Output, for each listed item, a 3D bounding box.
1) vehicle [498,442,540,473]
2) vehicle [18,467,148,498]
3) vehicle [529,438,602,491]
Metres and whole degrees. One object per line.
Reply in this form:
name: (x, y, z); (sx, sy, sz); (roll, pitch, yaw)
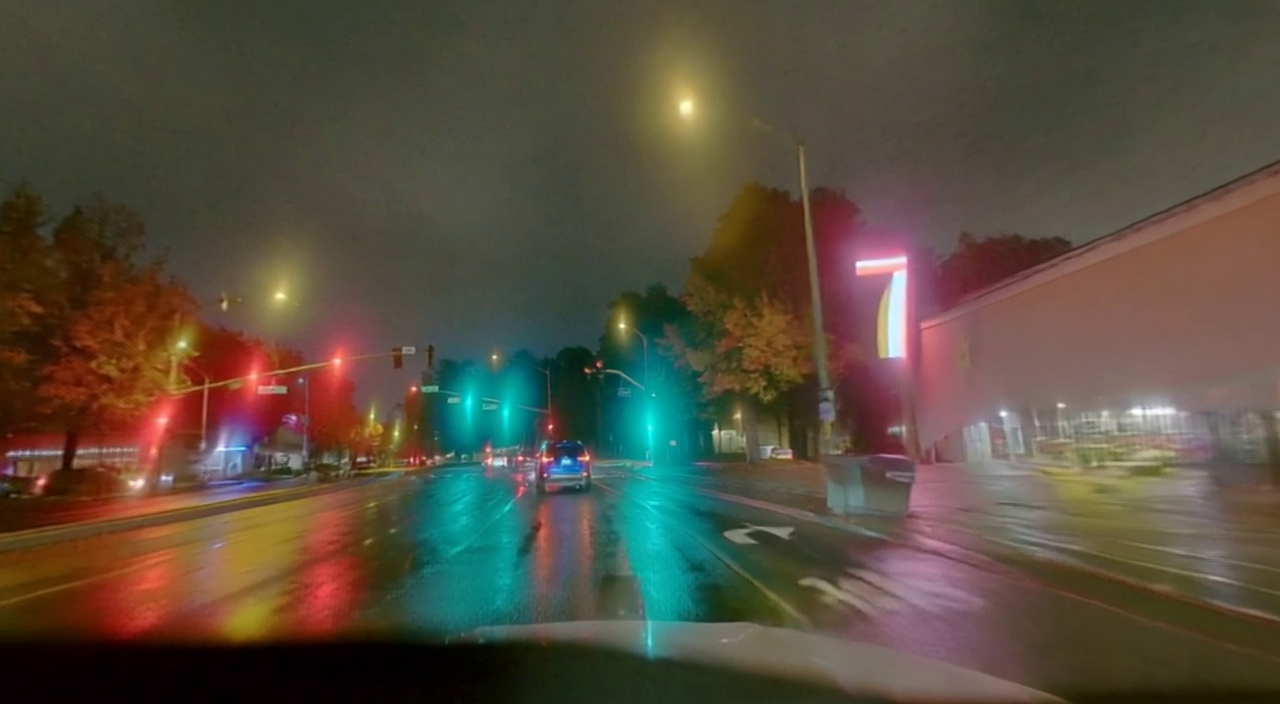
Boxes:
vehicle: (-8.225, 7.104, 42.683); (2.067, 1.947, 4.628); (4, -9, -19)
vehicle: (-30.850, 7.245, 35.183); (4.804, 1.544, 2.244); (4, -9, -18)
vehicle: (-2.819, 4.057, 23.083); (2.227, 1.733, 3.930); (2, -9, -12)
